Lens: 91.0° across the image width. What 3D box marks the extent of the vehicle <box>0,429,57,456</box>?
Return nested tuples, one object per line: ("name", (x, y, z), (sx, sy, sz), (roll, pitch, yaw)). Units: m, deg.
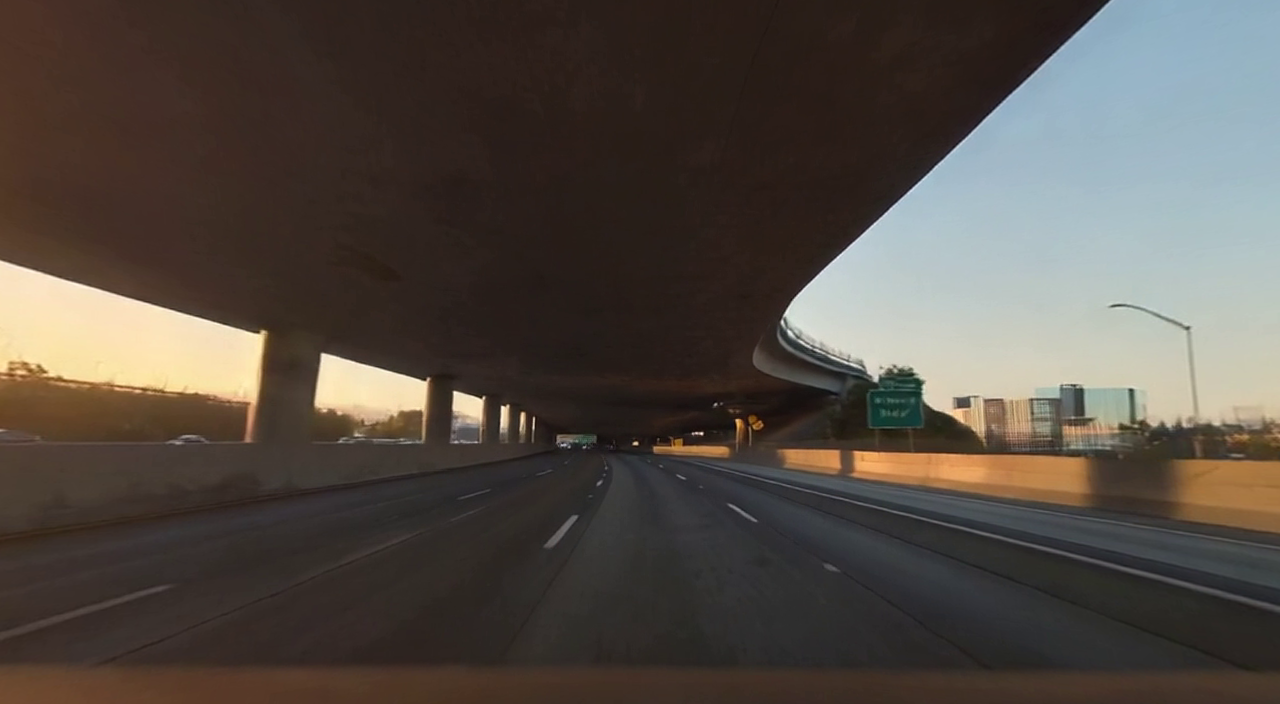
("vehicle", (-45.085, 6.450, 44.766), (2.254, 1.840, 5.338), (0, -9, -2))
